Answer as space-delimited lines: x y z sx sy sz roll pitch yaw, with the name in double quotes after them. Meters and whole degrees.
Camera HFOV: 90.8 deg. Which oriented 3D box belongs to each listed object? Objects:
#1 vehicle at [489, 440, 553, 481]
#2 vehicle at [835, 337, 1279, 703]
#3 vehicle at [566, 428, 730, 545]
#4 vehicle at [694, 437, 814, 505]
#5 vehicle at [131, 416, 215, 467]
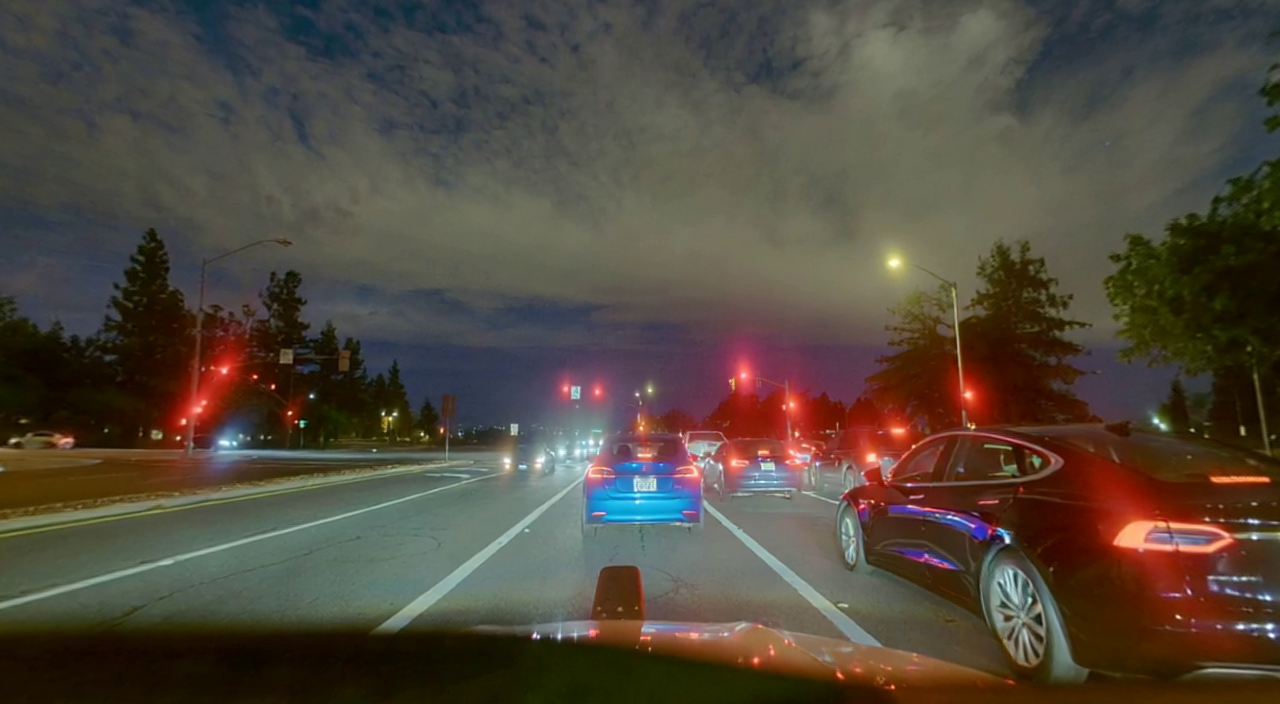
-4.634 4.281 25.251 1.972 1.457 4.171 0 -8 -4 "vehicle"
3.181 1.105 4.309 2.167 1.676 4.443 0 -8 -1 "vehicle"
0.026 2.079 10.470 2.147 1.499 4.240 0 -8 -2 "vehicle"
2.692 2.927 16.035 2.058 1.466 4.208 0 -8 -3 "vehicle"
-29.263 5.626 39.708 2.608 2.990 3.026 2 -8 2 "vehicle"
